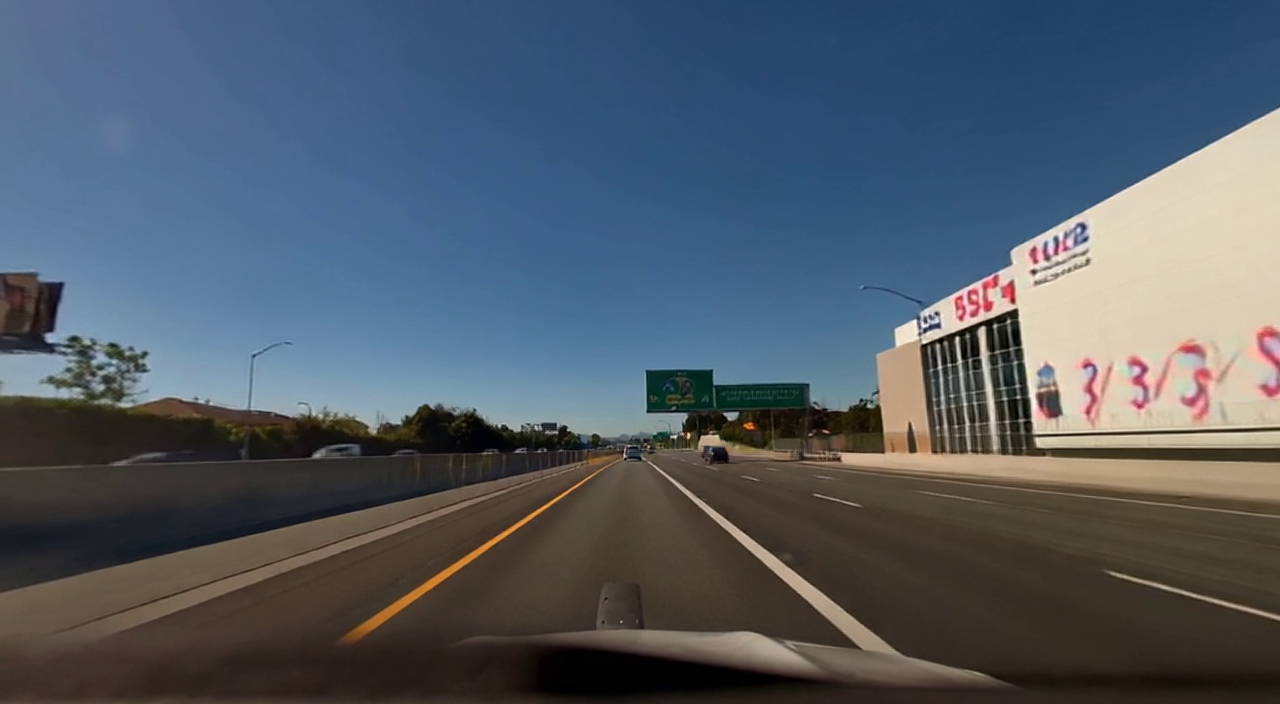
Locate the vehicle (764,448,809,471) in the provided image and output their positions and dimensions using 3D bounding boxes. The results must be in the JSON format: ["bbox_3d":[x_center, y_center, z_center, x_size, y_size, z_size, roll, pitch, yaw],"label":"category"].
[{"bbox_3d":[10.085,7.412,43.907,1.953,1.473,4.512,0,-9,-2],"label":"vehicle"}]

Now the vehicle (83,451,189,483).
[{"bbox_3d":[-26.598,6.065,33.590,1.926,1.522,4.600,0,-9,-2],"label":"vehicle"}]

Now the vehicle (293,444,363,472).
[{"bbox_3d":[-19.332,6.551,39.364,2.004,1.635,4.865,0,-9,-2],"label":"vehicle"}]

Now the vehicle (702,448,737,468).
[{"bbox_3d":[6.161,8.269,49.618,1.976,1.477,4.448,0,-9,-2],"label":"vehicle"}]
